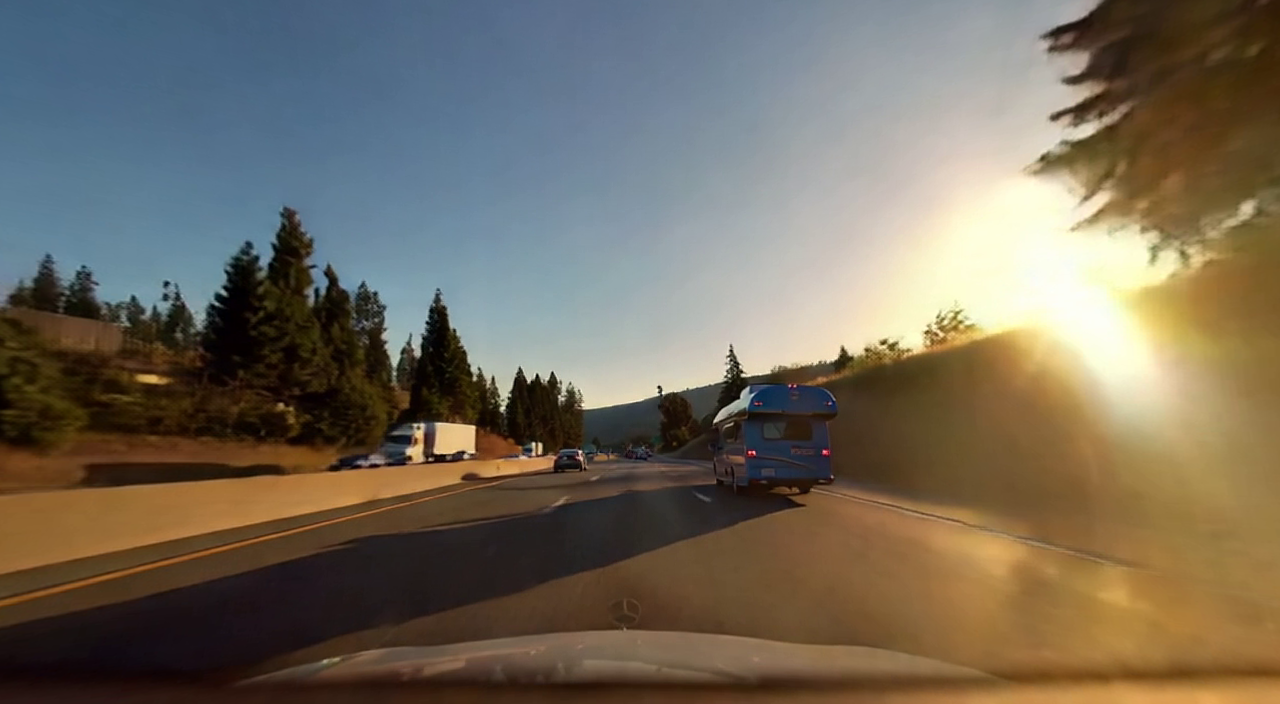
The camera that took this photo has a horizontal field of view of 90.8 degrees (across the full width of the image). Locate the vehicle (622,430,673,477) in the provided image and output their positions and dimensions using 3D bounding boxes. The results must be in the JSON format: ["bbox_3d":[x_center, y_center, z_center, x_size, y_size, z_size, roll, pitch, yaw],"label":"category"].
[{"bbox_3d":[0.380,5.409,33.807,2.524,2.310,4.986,0,-9,0],"label":"vehicle"}]

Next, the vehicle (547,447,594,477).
[{"bbox_3d":[-3.675,5.901,34.160,1.959,1.502,4.559,0,-9,1],"label":"vehicle"}]

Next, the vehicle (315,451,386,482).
[{"bbox_3d":[-15.354,6.078,33.730,1.810,1.482,4.172,0,-9,0],"label":"vehicle"}]

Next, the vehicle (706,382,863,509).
[{"bbox_3d":[3.723,2.711,18.275,2.607,2.910,7.252,0,-9,-2],"label":"vehicle"}]
